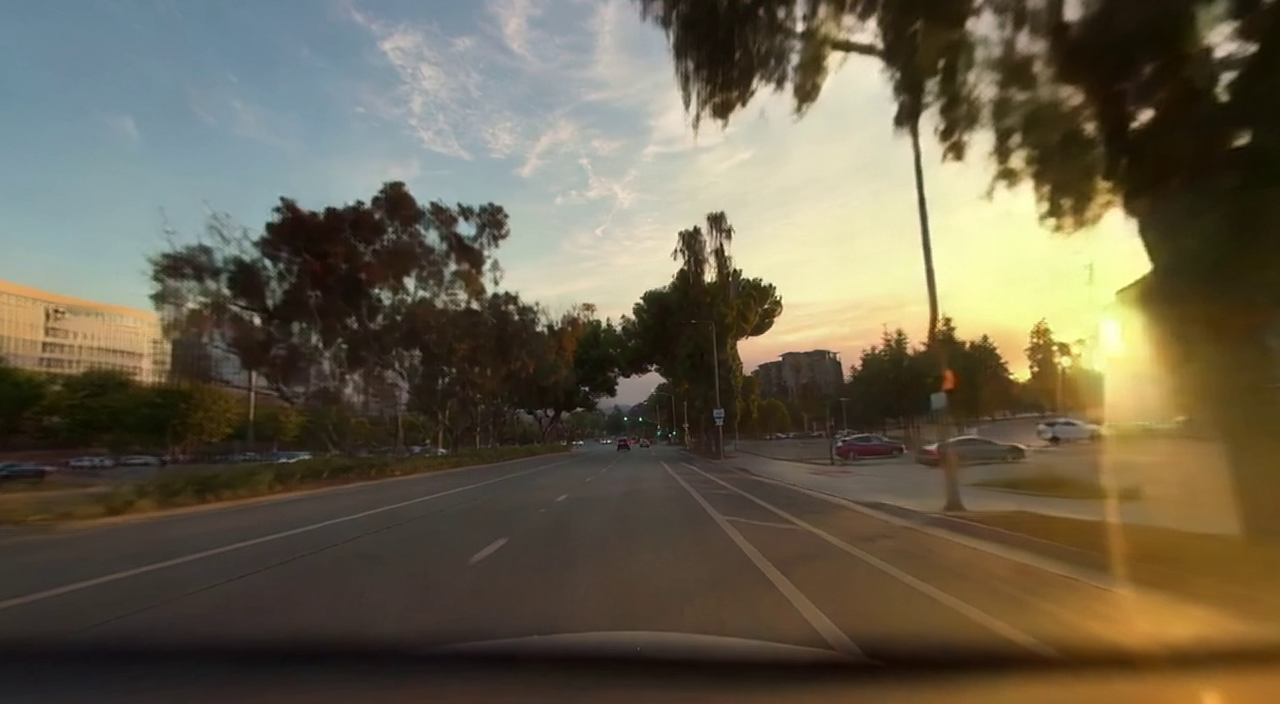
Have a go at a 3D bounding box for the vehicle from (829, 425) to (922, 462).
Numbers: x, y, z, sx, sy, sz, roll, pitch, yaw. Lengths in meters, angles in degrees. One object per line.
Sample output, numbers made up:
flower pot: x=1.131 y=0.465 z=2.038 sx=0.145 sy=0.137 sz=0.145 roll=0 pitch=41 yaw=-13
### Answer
vehicle: x=14.211 y=5.550 z=38.222 sx=4.702 sy=1.853 sz=2.069 roll=-4 pitch=-8 yaw=2

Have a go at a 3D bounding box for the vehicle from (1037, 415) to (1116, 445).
vehicle: x=30.965 y=5.570 z=44.686 sx=5.675 sy=1.978 sz=2.229 roll=5 pitch=-10 yaw=-30

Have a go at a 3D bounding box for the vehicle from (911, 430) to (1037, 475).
vehicle: x=14.692 y=4.417 z=27.916 sx=4.388 sy=1.446 sz=1.808 roll=-6 pitch=-7 yaw=1

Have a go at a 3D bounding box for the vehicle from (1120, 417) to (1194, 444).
vehicle: x=33.520 y=5.127 z=40.870 sx=4.287 sy=1.622 sz=2.088 roll=4 pitch=-9 yaw=-28

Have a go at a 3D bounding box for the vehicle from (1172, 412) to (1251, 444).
vehicle: x=34.746 y=4.658 z=38.310 sx=4.388 sy=1.793 sz=1.961 roll=4 pitch=-9 yaw=-27
